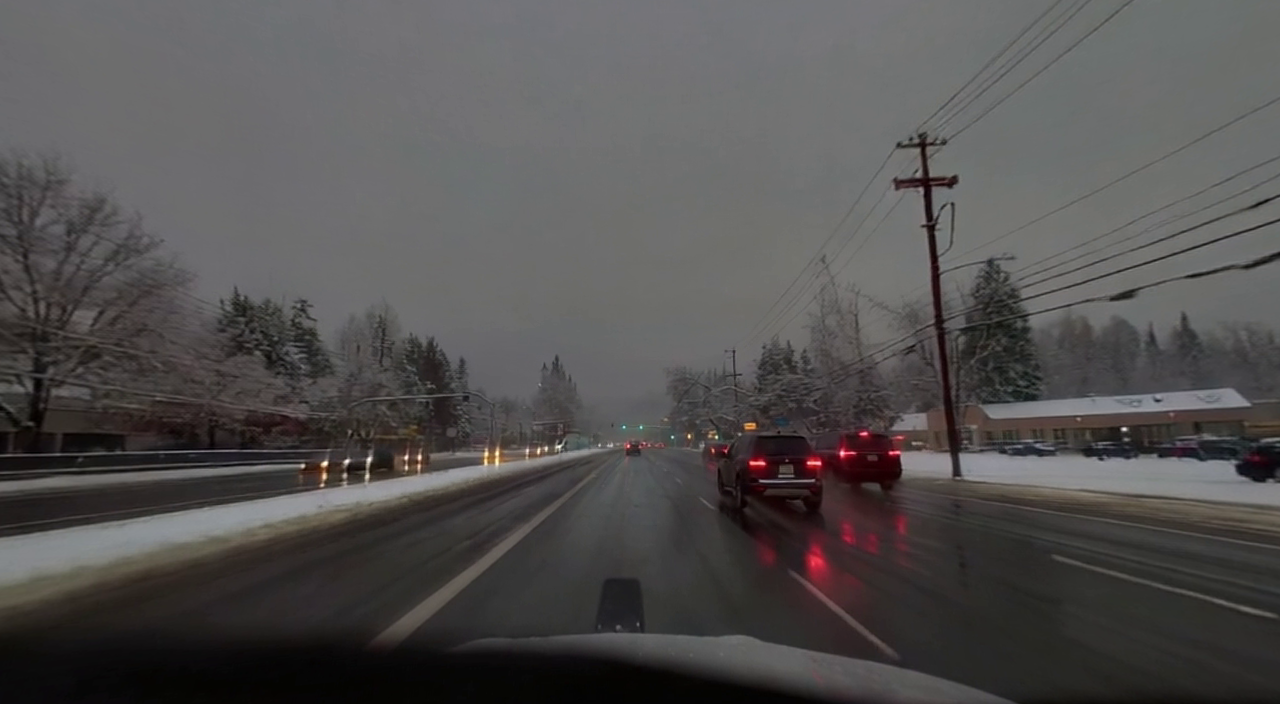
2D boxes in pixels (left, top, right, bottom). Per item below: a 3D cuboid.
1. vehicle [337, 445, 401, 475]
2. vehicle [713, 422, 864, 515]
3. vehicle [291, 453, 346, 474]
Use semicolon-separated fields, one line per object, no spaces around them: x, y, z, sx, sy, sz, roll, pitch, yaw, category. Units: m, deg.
-16.479;6.565;38.690;1.933;1.677;4.400;0;-8;1;vehicle
2.987;2.469;13.823;2.128;1.699;4.222;0;-8;-2;vehicle
-24.297;8.400;47.865;1.828;1.470;4.512;0;-8;0;vehicle
